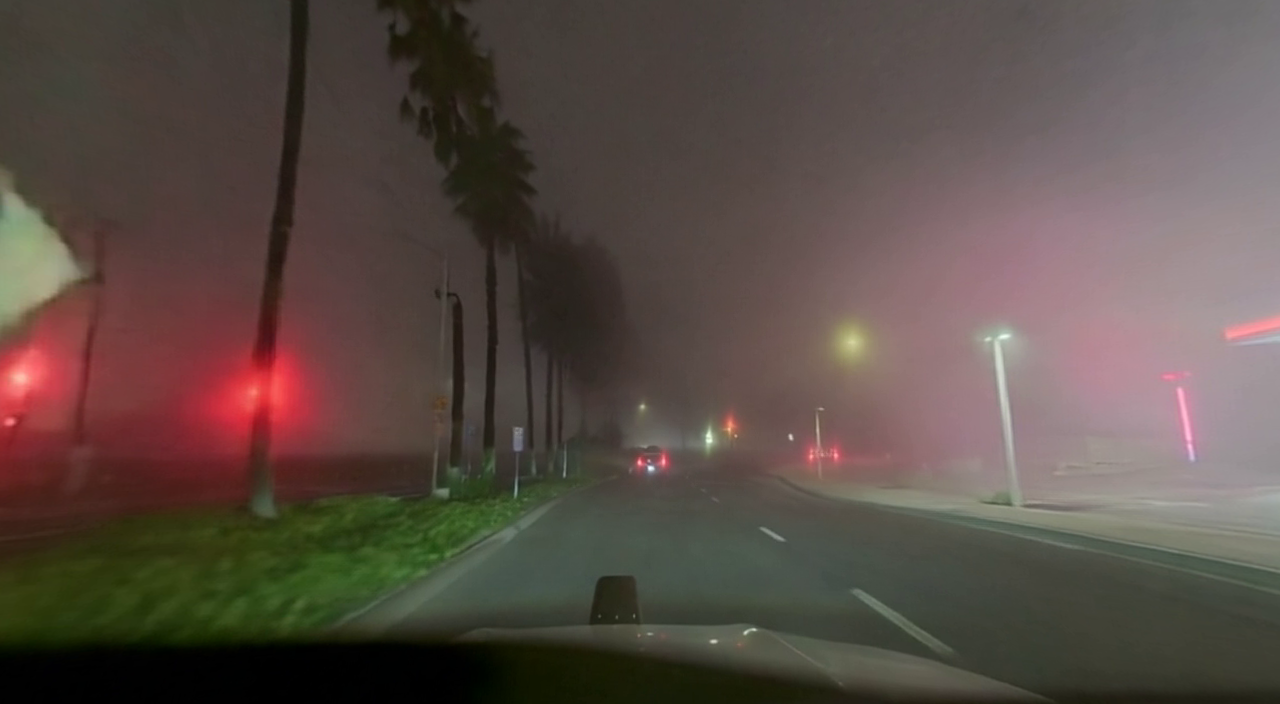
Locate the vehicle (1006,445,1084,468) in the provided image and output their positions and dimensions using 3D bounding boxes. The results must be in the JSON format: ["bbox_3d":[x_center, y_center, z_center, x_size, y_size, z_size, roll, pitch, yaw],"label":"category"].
[{"bbox_3d":[29.968,7.727,46.861,4.377,1.633,1.834,0,-9,4],"label":"vehicle"}]

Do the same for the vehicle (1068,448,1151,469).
[{"bbox_3d":[34.541,7.827,46.544,4.349,1.460,2.027,0,-10,4],"label":"vehicle"}]

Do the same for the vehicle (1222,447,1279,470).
[{"bbox_3d":[45.730,7.758,46.097,4.424,1.624,1.873,0,-9,2],"label":"vehicle"}]

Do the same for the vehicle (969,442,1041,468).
[{"bbox_3d":[28.440,8.018,49.296,4.381,1.892,1.942,0,-9,1],"label":"vehicle"}]

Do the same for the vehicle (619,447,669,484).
[{"bbox_3d":[0.110,5.058,28.407,2.073,1.525,4.809,1,-9,-1],"label":"vehicle"}]
